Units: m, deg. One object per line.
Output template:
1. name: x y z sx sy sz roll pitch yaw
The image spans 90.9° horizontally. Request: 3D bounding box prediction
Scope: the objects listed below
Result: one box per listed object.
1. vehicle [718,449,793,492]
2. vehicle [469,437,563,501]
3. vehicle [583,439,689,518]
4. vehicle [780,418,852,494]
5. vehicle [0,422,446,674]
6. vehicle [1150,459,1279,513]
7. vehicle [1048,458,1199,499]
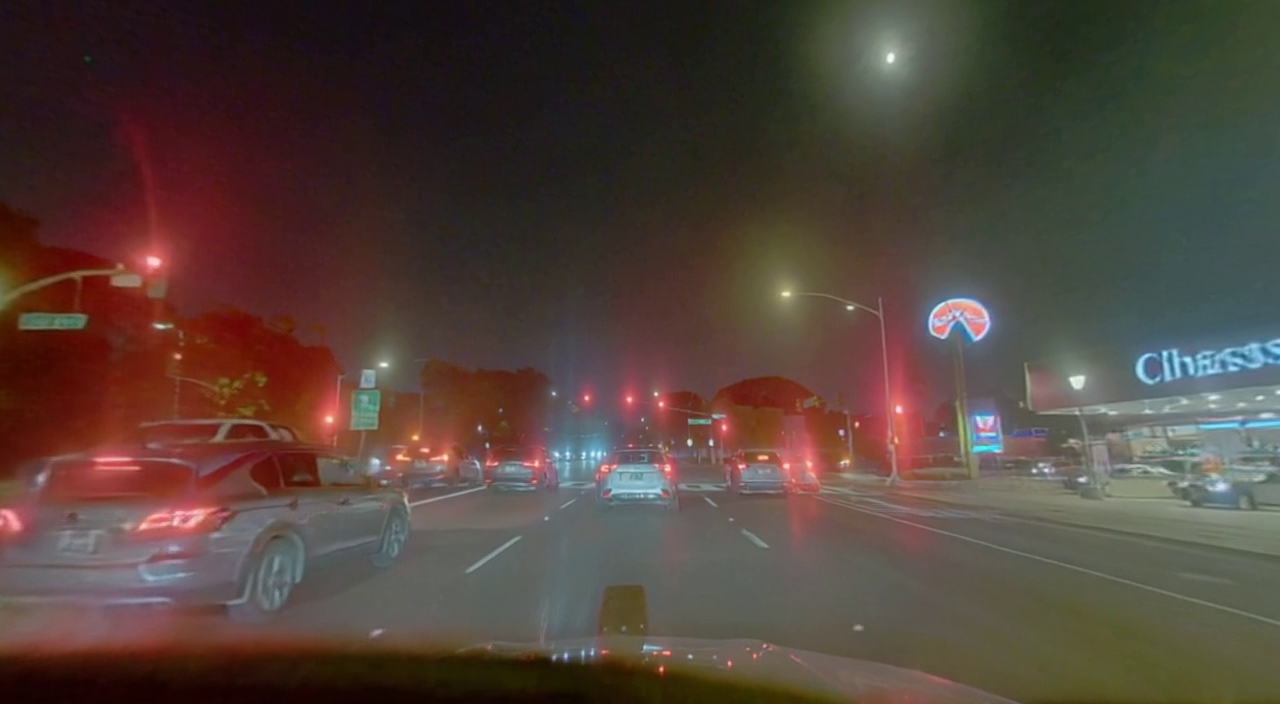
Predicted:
1. vehicle: 4.262 4.444 24.033 1.979 1.485 4.207 0 -9 -1
2. vehicle: -3.613 3.479 19.089 1.983 1.685 3.997 0 -9 0
3. vehicle: -0.069 2.848 14.696 2.121 1.563 4.031 0 -9 0
4. vehicle: 8.358 4.937 30.196 2.613 3.281 2.673 4 -9 0
5. vehicle: -3.676 1.538 6.191 1.992 1.493 4.688 0 -9 1
6. vehicle: 19.310 4.198 19.995 4.379 1.558 2.033 0 -9 2
7. vehicle: 19.163 5.016 25.162 4.367 1.475 1.815 -1 -9 7
